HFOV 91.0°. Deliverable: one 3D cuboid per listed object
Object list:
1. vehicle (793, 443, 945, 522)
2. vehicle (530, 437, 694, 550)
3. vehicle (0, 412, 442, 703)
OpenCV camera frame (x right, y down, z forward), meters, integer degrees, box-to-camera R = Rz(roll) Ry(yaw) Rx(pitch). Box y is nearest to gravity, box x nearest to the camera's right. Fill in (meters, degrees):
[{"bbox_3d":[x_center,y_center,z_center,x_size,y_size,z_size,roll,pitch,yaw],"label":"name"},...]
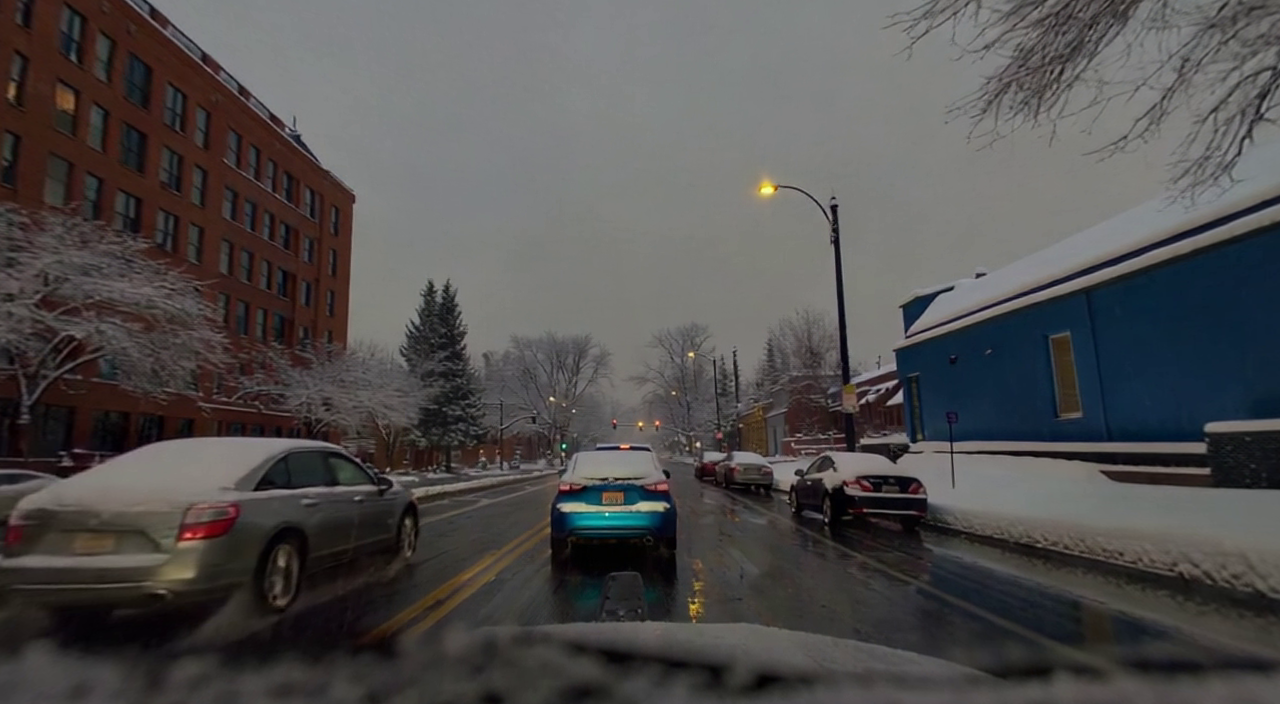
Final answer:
[{"bbox_3d":[4.912,2.823,14.217,1.832,1.491,4.054,1,-9,-1],"label":"vehicle"},{"bbox_3d":[-0.383,2.241,10.679,2.230,1.518,4.113,0,-9,0],"label":"vehicle"},{"bbox_3d":[-3.508,1.439,5.593,1.934,1.548,4.635,0,-9,1],"label":"vehicle"}]
